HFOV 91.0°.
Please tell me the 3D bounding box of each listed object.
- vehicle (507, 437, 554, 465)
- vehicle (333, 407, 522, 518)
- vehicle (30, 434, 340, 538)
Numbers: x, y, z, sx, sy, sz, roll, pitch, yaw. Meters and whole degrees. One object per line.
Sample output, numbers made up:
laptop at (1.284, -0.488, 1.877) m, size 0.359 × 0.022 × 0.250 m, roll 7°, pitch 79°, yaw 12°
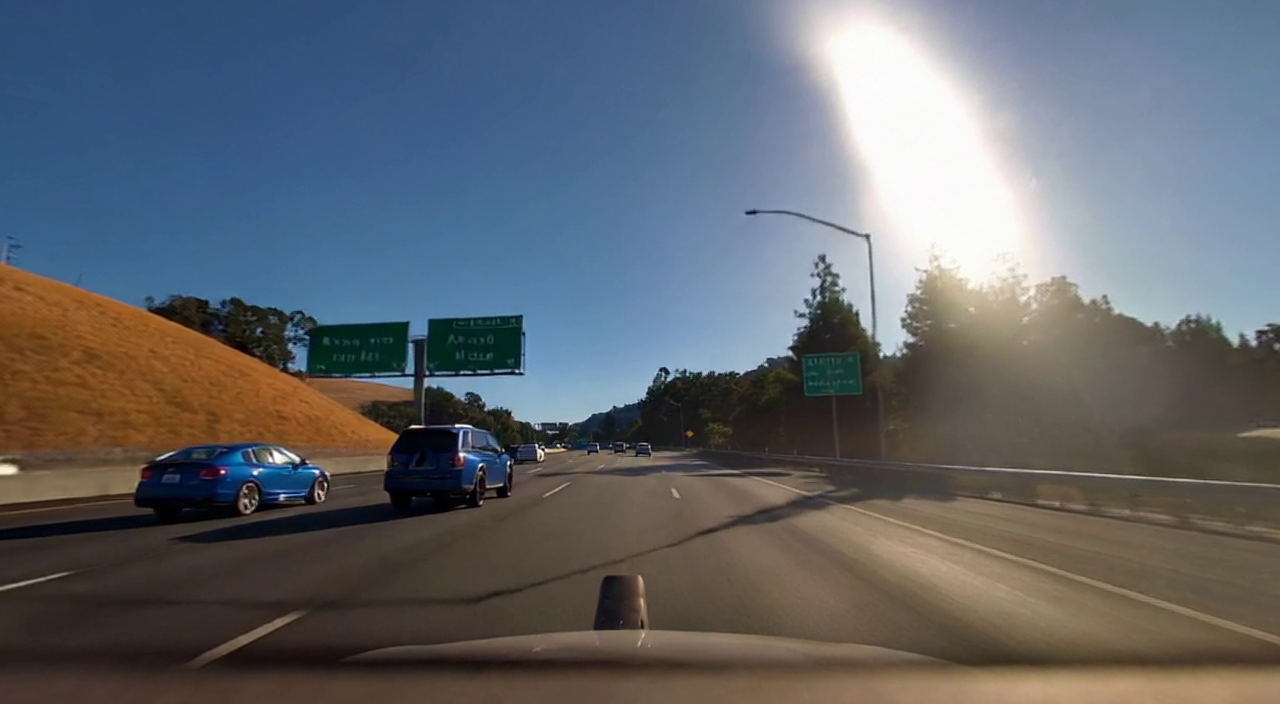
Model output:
vehicle at (-6.895, 6.322, 40.188) m, size 2.069 × 1.636 × 4.483 m, roll -1°, pitch -9°, yaw 2°
vehicle at (-4.265, 2.348, 13.744) m, size 2.219 × 1.947 × 4.924 m, roll -1°, pitch -9°, yaw 2°
vehicle at (-7.866, 2.338, 11.736) m, size 1.984 × 1.508 × 4.935 m, roll -1°, pitch -9°, yaw 2°
